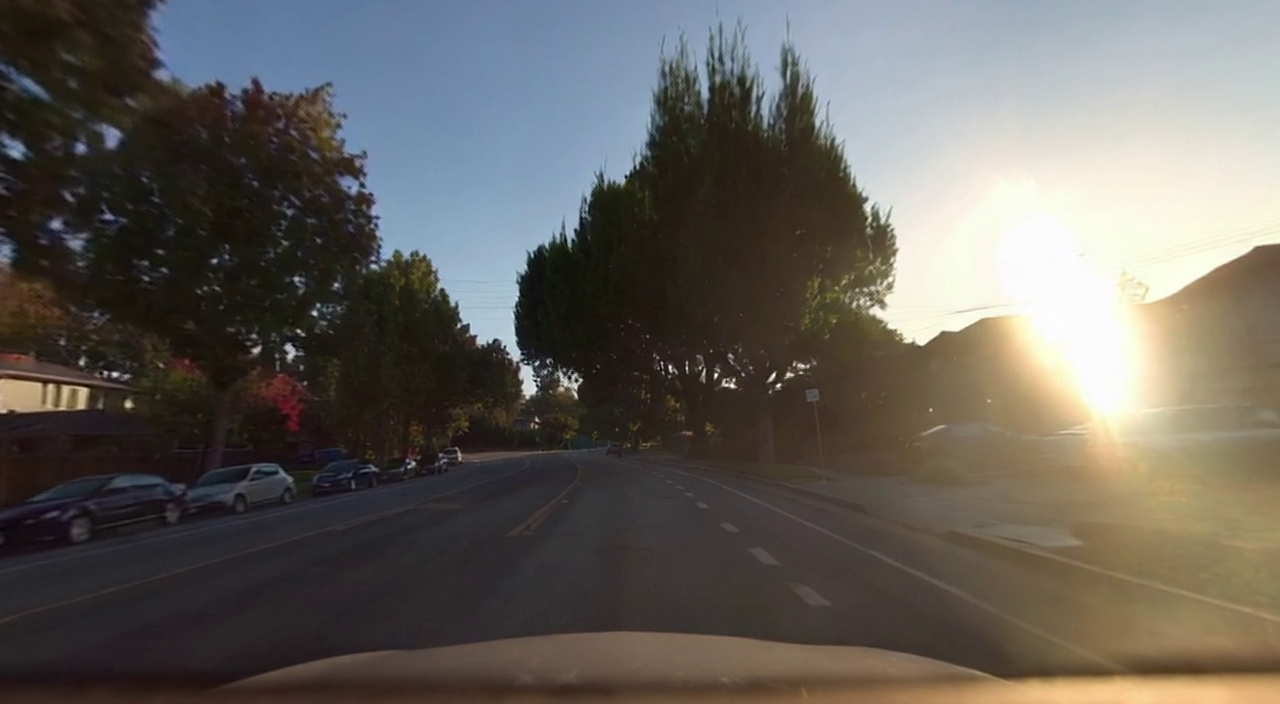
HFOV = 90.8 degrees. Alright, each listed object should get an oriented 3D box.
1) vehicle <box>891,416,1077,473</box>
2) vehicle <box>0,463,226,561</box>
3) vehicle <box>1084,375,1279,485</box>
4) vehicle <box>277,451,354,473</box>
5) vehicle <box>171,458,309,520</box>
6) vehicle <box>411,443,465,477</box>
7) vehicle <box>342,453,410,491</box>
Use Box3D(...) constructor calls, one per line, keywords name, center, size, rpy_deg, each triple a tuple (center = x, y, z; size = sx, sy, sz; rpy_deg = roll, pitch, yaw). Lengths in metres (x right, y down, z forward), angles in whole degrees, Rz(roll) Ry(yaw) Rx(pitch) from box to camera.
Box3D(name="vehicle", center=(10.991, 2.998, 20.475), size=(4.760, 1.738, 2.052), rpy_deg=(0, -8, 0))
Box3D(name="vehicle", center=(-10.974, 3.096, 12.970), size=(1.922, 1.496, 4.598), rpy_deg=(0, -8, -2))
Box3D(name="vehicle", center=(12.604, 1.561, 12.517), size=(5.437, 1.931, 2.837), rpy_deg=(0, -8, 1))
Box3D(name="vehicle", center=(-23.109, 7.851, 45.059), size=(4.435, 1.472, 1.870), rpy_deg=(0, -8, 0))
Box3D(name="vehicle", center=(-11.218, 3.822, 18.013), size=(1.586, 1.433, 3.485), rpy_deg=(1, -8, 0))
Box3D(name="vehicle", center=(-12.916, 6.905, 40.725), size=(2.190, 1.789, 5.477), rpy_deg=(-4, -7, -6))
Box3D(name="vehicle", center=(-11.907, 5.394, 28.761), size=(1.750, 1.471, 3.960), rpy_deg=(2, -8, -7))
